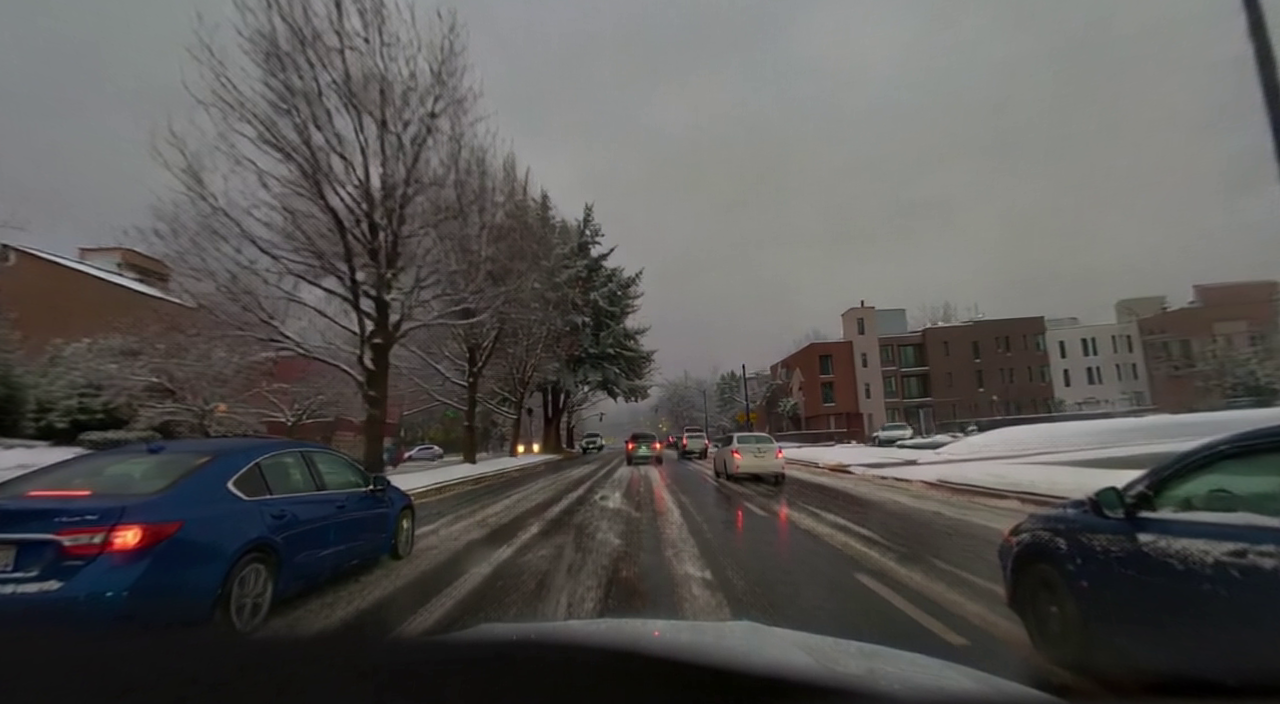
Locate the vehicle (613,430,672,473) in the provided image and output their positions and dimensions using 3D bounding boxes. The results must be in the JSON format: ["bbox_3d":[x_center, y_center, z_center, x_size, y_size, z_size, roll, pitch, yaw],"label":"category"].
[{"bbox_3d":[0.099,4.161,26.416,2.293,1.662,4.262,0,-8,0],"label":"vehicle"}]

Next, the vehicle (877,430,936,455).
[{"bbox_3d":[18.214,6.273,43.104,1.767,1.400,4.107,-4,-10,-7],"label":"vehicle"}]

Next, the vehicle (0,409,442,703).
[{"bbox_3d":[-3.494,1.369,5.418,1.997,1.479,4.547,0,-8,1],"label":"vehicle"}]

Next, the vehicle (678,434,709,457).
[{"bbox_3d":[4.208,7.431,49.961,2.067,1.687,4.163,0,-8,-1],"label":"vehicle"}]

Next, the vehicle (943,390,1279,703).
[{"bbox_3d":[3.384,0.926,2.586,2.060,1.474,4.475,0,-8,1],"label":"vehicle"}]

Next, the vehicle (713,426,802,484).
[{"bbox_3d":[3.661,3.324,20.504,2.019,1.675,4.488,0,-8,0],"label":"vehicle"}]

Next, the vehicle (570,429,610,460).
[{"bbox_3d":[-3.403,6.467,43.876,2.246,2.062,5.123,0,-8,1],"label":"vehicle"}]
